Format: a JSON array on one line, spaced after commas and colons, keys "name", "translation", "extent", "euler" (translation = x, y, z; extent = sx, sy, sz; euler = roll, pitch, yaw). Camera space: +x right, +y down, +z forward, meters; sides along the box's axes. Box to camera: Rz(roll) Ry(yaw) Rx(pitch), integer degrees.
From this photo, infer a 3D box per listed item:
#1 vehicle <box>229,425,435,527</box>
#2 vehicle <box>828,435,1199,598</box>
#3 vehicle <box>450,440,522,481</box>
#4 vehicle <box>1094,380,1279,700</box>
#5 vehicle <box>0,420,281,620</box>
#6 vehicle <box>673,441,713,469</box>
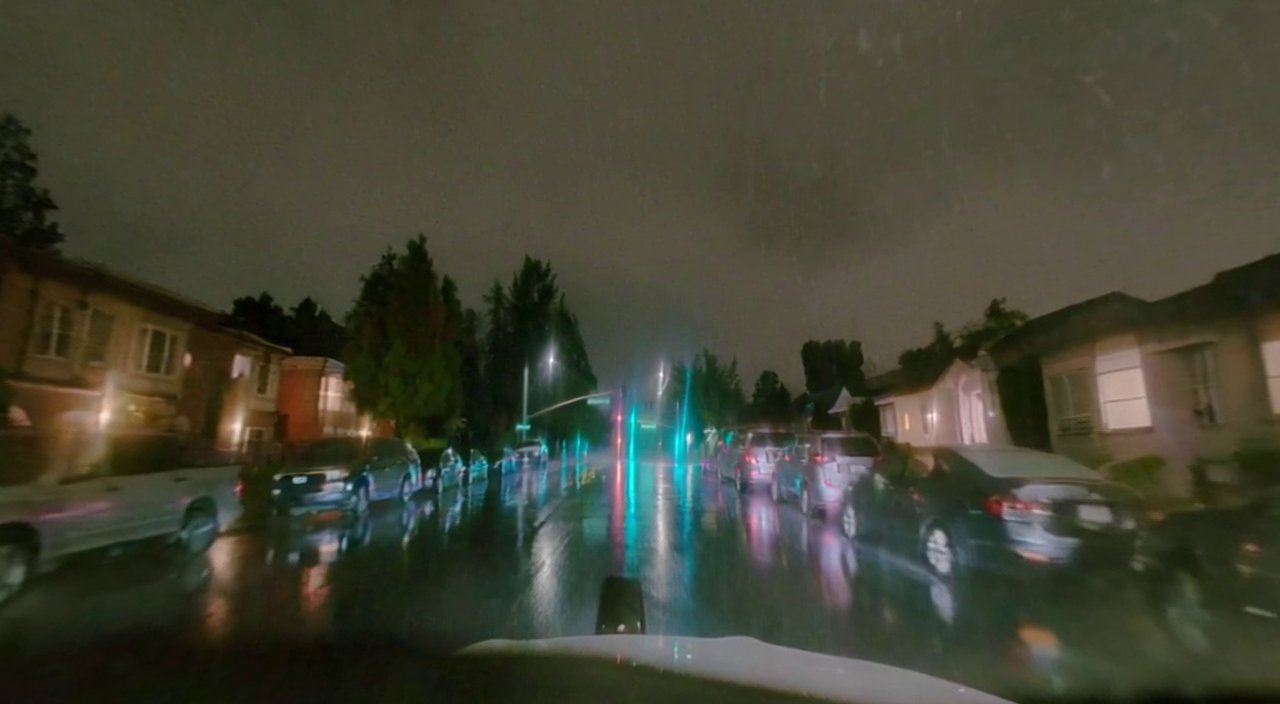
[{"name": "vehicle", "translation": [-7.189, 2.948, 15.798], "extent": [2.195, 2.023, 6.055], "euler": [0, -9, -1]}, {"name": "vehicle", "translation": [4.172, 1.883, 8.262], "extent": [1.877, 1.486, 4.713], "euler": [0, -9, -1]}, {"name": "vehicle", "translation": [-7.464, 5.310, 31.241], "extent": [2.042, 1.785, 5.876], "euler": [0, -9, 0]}, {"name": "vehicle", "translation": [4.504, 0.897, 2.570], "extent": [1.918, 1.740, 4.415], "euler": [0, -9, -1]}, {"name": "vehicle", "translation": [-7.100, 1.874, 7.874], "extent": [2.162, 1.846, 5.426], "euler": [0, -9, -1]}, {"name": "vehicle", "translation": [3.546, 7.029, 43.267], "extent": [2.101, 1.771, 4.747], "euler": [0, -9, -2]}]
